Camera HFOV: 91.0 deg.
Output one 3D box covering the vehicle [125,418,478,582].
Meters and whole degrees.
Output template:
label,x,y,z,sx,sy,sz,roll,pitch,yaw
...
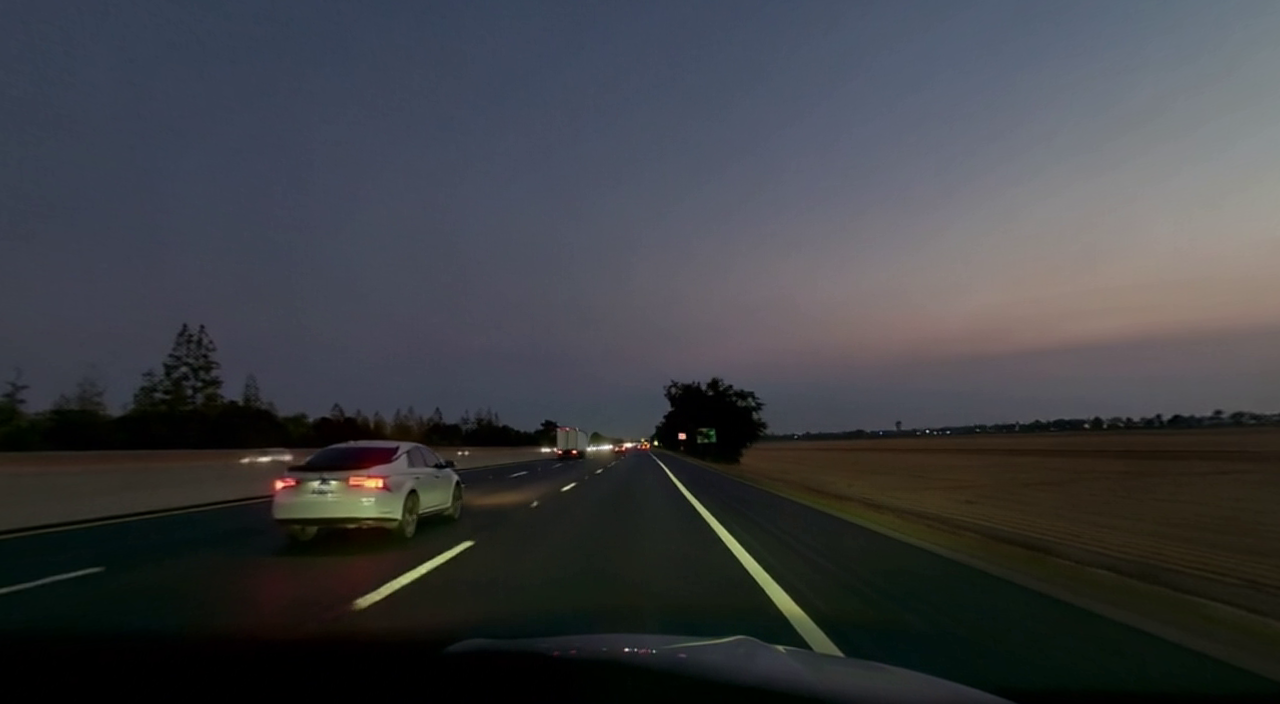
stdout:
label,x,y,z,sx,sy,sz,roll,pitch,yaw
vehicle,-3.880,1.788,8.500,2.028,1.553,4.820,0,-9,1
